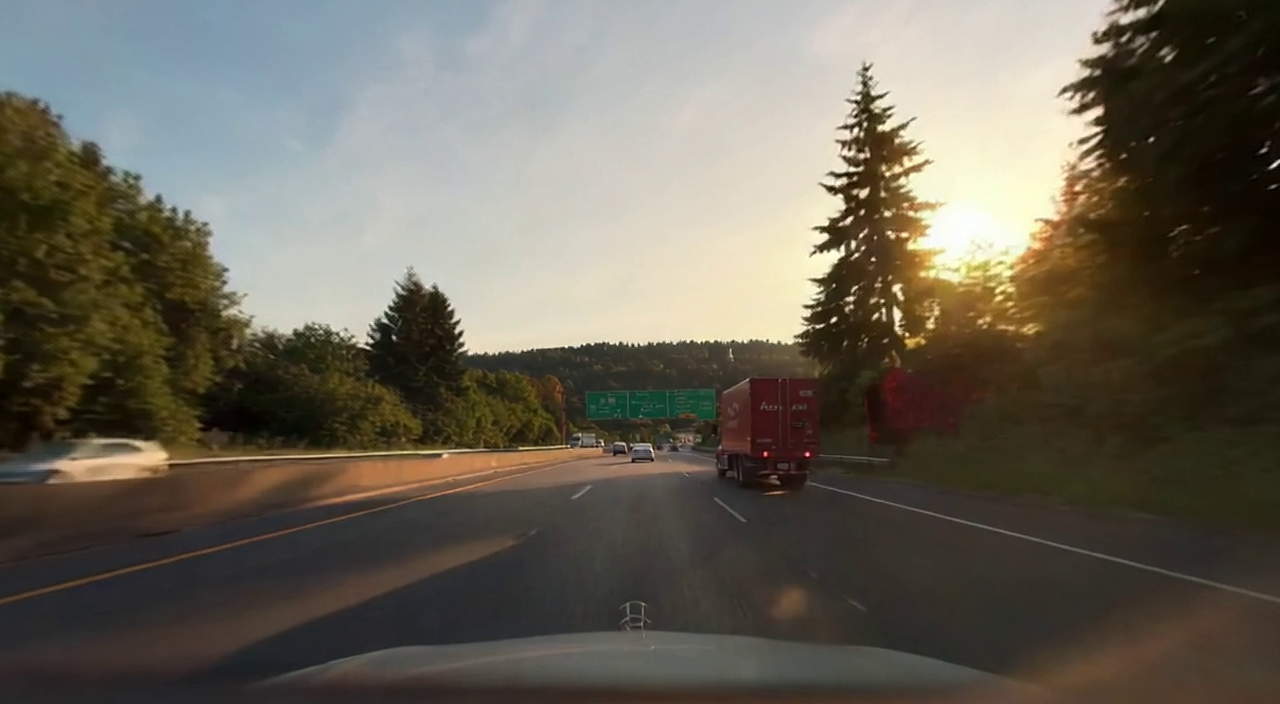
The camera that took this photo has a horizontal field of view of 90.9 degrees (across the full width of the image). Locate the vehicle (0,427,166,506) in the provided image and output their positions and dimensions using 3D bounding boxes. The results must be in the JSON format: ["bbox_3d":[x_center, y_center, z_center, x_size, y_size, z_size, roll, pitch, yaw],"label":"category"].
[{"bbox_3d":[-15.295,2.947,16.607,1.894,1.765,4.604,0,-9,1],"label":"vehicle"}]

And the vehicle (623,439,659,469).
[{"bbox_3d":[0.065,6.151,38.196,2.067,1.690,3.901,0,-9,0],"label":"vehicle"}]

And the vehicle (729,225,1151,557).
[{"bbox_3d":[4.504,1.447,14.512,3.011,4.028,13.890,0,-9,0],"label":"vehicle"}]
